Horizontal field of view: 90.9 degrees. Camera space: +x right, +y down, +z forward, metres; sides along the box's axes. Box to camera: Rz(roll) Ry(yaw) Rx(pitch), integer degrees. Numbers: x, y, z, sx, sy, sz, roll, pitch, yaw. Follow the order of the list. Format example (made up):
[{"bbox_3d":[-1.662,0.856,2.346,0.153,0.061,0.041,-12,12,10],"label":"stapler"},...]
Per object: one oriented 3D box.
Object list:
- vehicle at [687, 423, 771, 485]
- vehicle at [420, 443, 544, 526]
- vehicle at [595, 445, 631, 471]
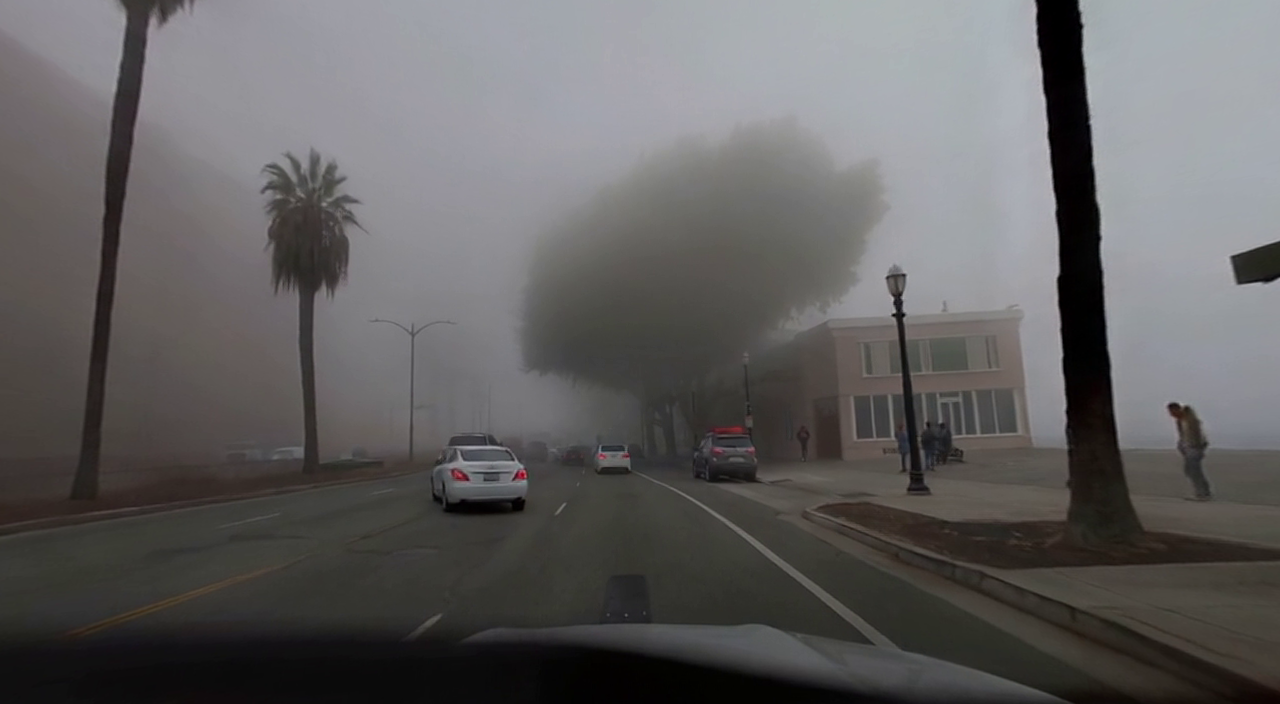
[{"bbox_3d":[3.355,4.008,24.920,2.126,2.167,5.098,0,-9,-5],"label":"vehicle"},{"bbox_3d":[-3.656,2.771,13.929,1.930,1.477,4.657,3,-9,-22],"label":"vehicle"},{"bbox_3d":[-1.655,6.297,37.699,1.972,1.473,4.000,1,-9,-5],"label":"vehicle"}]
